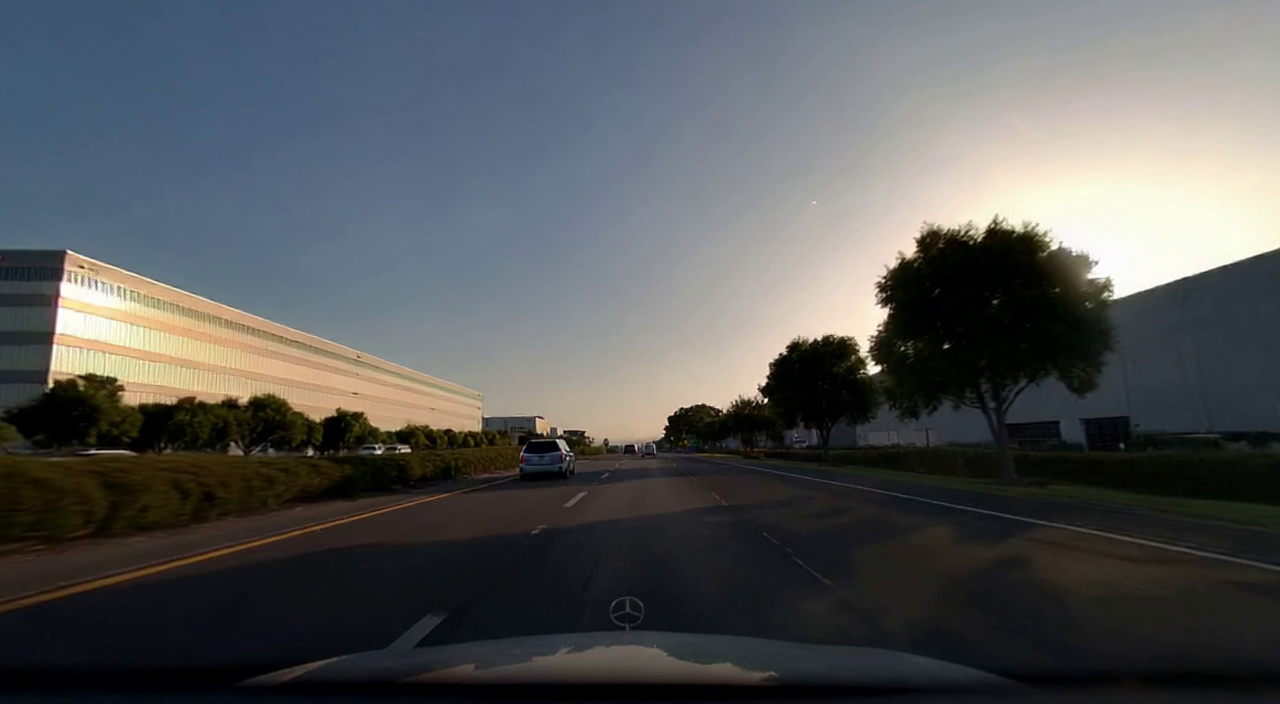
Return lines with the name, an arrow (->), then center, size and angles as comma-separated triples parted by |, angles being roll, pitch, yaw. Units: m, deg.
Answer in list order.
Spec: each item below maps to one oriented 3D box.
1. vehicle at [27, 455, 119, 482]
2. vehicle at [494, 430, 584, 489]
vehicle -> -31.772, 6.525, 35.482 | 1.692, 1.333, 3.755 | 0, -9, 0
vehicle -> -3.433, 3.801, 22.484 | 2.218, 1.850, 4.774 | 0, -9, 2
